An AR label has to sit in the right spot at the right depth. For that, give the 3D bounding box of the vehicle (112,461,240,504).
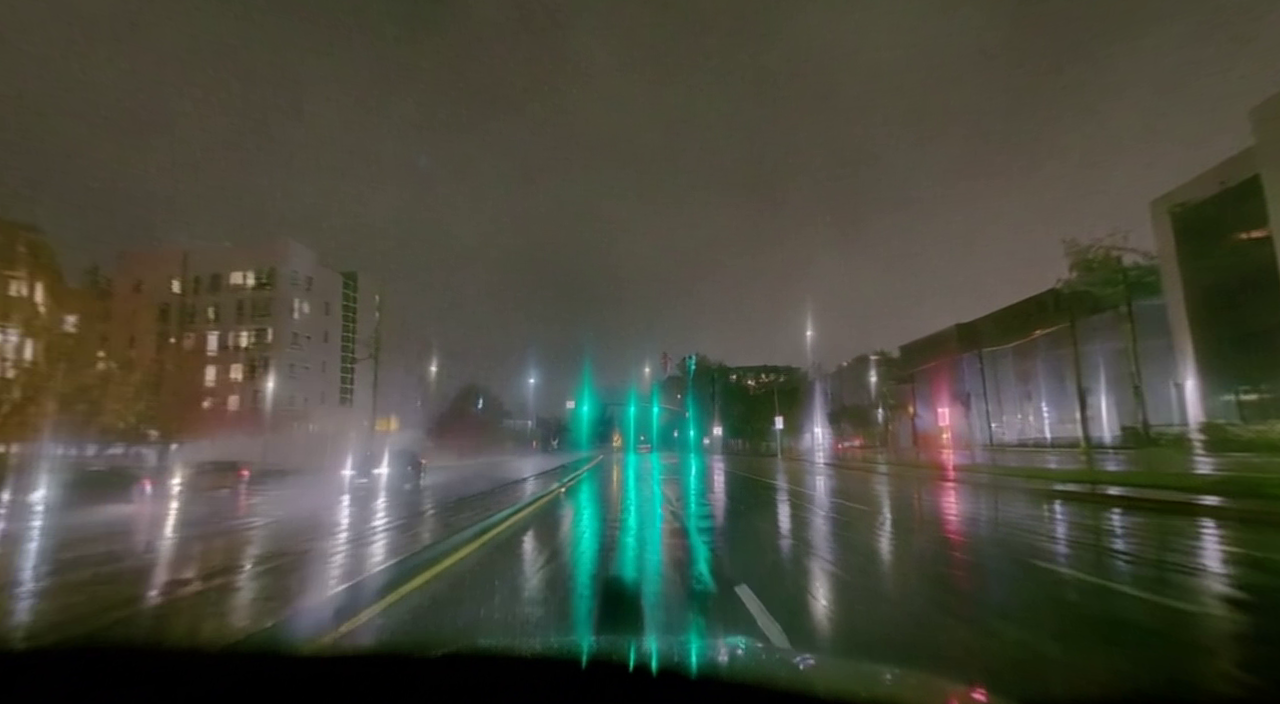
[{"bbox_3d":[-19.955,5.607,27.543,1.870,1.486,5.031,-1,-8,-1],"label":"vehicle"}]

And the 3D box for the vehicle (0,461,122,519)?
[{"bbox_3d":[-19.938,4.514,21.075,1.815,1.629,4.123,0,-8,-1],"label":"vehicle"}]

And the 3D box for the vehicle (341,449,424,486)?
[{"bbox_3d":[-11.948,5.363,29.694,1.918,1.546,4.683,0,-8,0],"label":"vehicle"}]
